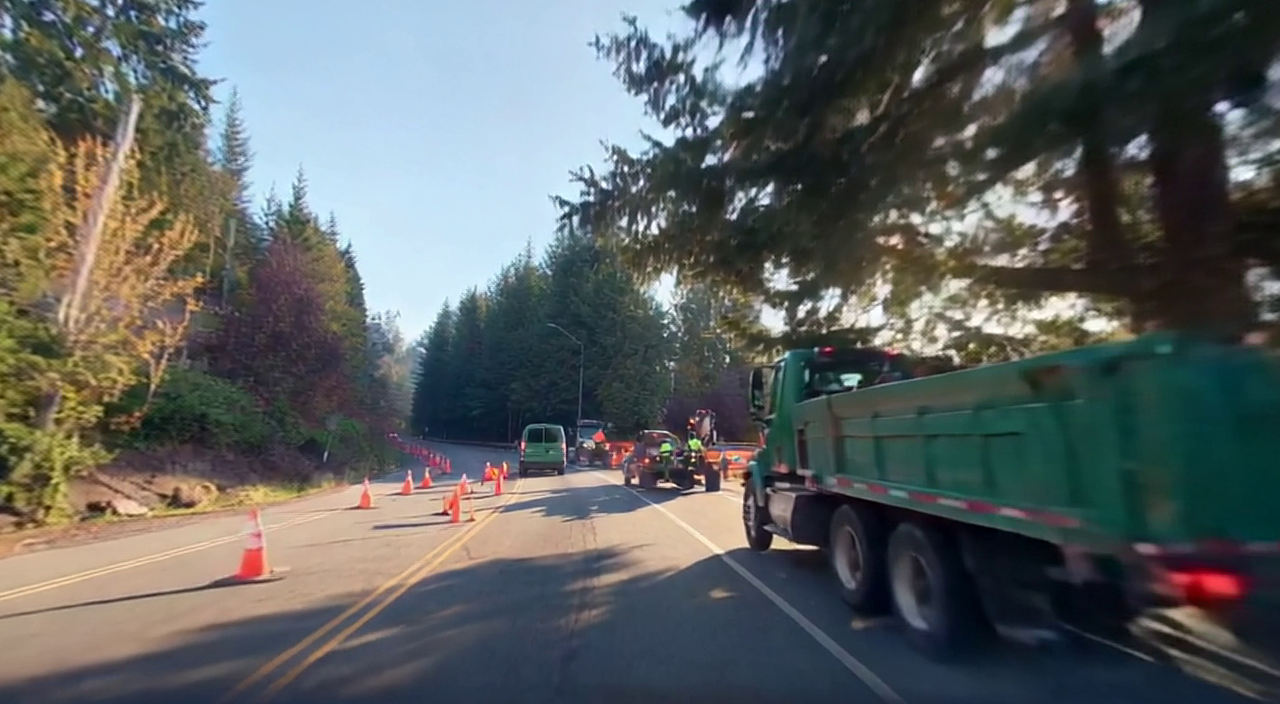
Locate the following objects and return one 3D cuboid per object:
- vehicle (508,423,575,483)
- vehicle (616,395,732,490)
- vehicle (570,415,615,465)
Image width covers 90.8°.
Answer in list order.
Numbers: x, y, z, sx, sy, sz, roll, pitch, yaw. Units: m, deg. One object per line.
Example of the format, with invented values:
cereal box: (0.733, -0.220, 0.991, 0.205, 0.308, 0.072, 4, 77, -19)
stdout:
vehicle: (-4.208, 4.180, 26.315, 2.362, 2.223, 4.892, 2, -9, -13)
vehicle: (1.057, 3.774, 26.661, 3.126, 3.310, 8.534, 1, -8, -9)
vehicle: (-3.171, 5.793, 41.308, 2.703, 3.066, 4.047, 1, -9, -7)
